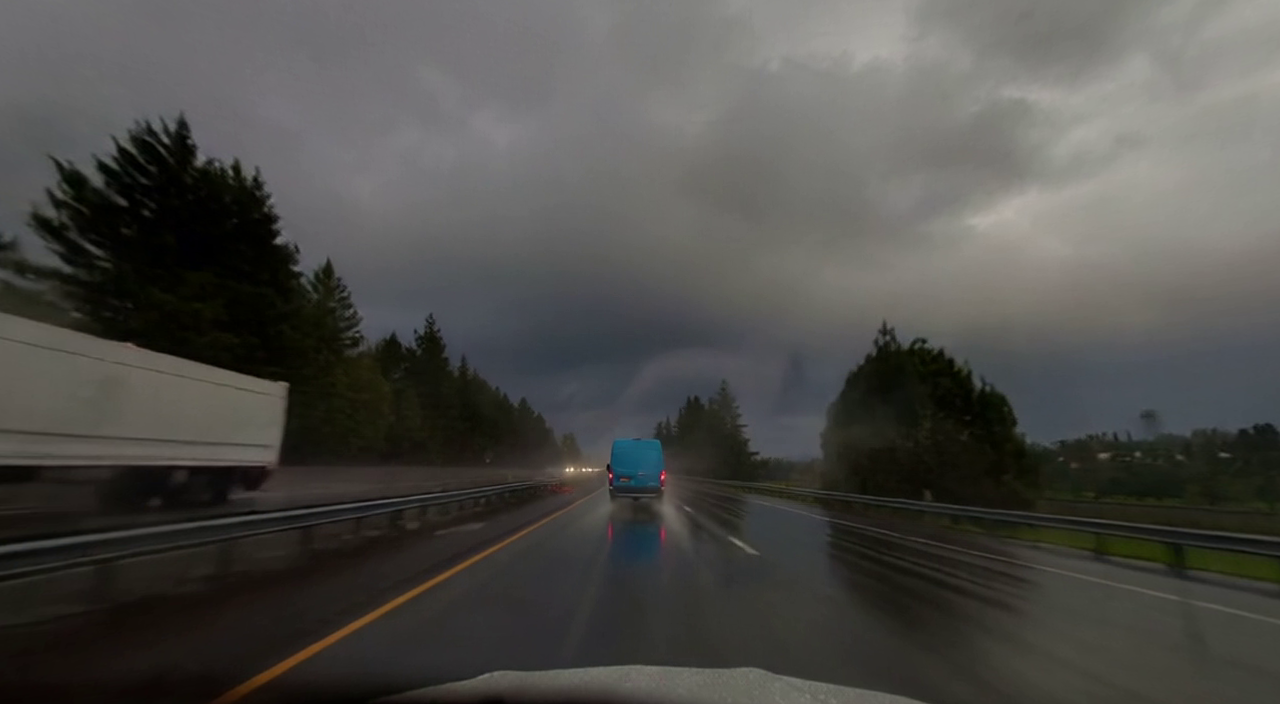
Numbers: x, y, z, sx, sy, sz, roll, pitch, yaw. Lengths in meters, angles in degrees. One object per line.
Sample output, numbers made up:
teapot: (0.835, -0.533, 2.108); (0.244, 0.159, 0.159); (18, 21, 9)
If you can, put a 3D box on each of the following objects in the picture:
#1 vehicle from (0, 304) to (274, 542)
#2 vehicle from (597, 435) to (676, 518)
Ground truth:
vehicle: (-13.635, 1.610, 13.445); (3.121, 4.421, 14.023); (0, -10, 0)
vehicle: (-0.204, 4.316, 22.138); (2.375, 2.432, 6.161); (1, -10, -2)
